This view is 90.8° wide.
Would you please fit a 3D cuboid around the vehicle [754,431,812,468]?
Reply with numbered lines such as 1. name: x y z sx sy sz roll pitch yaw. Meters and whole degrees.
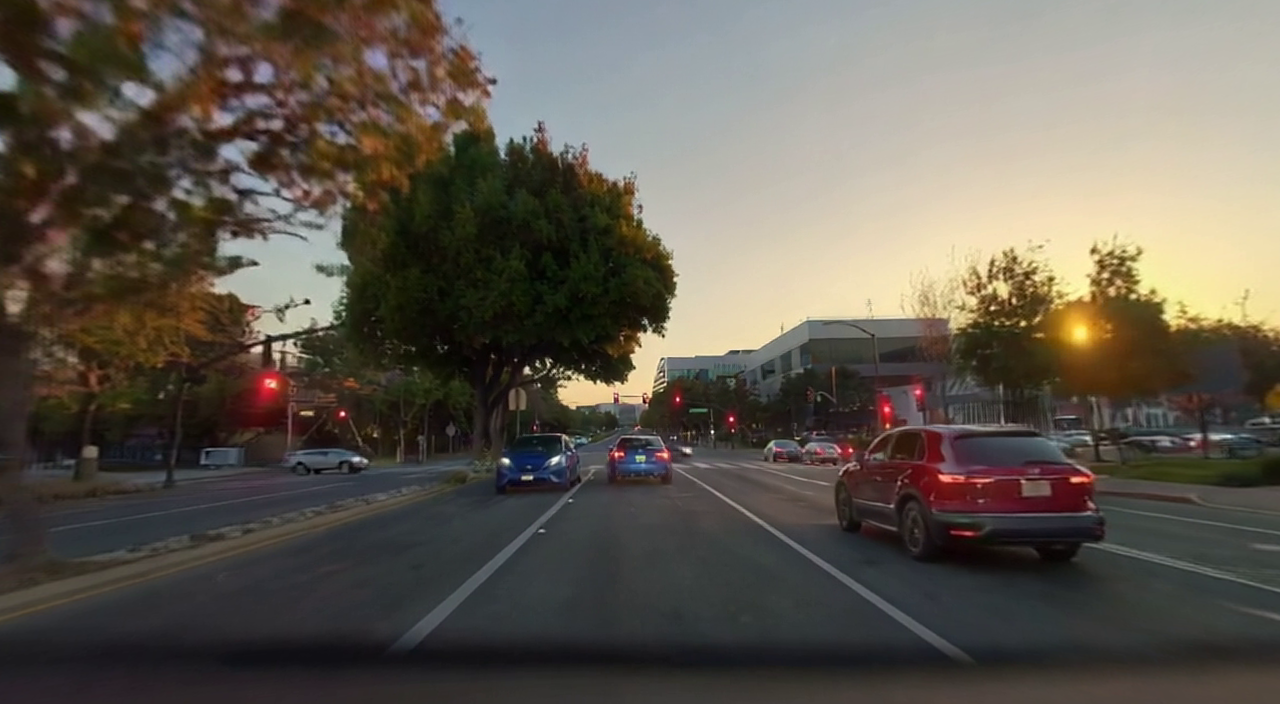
1. vehicle: 7.074 4.868 31.637 1.894 1.693 4.110 0 -8 -1

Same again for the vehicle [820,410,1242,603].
1. vehicle: 3.668 1.515 7.144 1.861 1.473 4.393 0 -8 -2

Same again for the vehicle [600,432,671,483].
1. vehicle: -0.151 3.400 20.566 2.097 1.480 4.006 0 -8 0

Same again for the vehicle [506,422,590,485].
1. vehicle: -2.870 3.317 20.877 2.064 1.825 4.760 0 -8 0

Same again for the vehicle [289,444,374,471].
1. vehicle: -19.173 6.536 39.299 4.561 1.588 1.832 4 -10 -29
